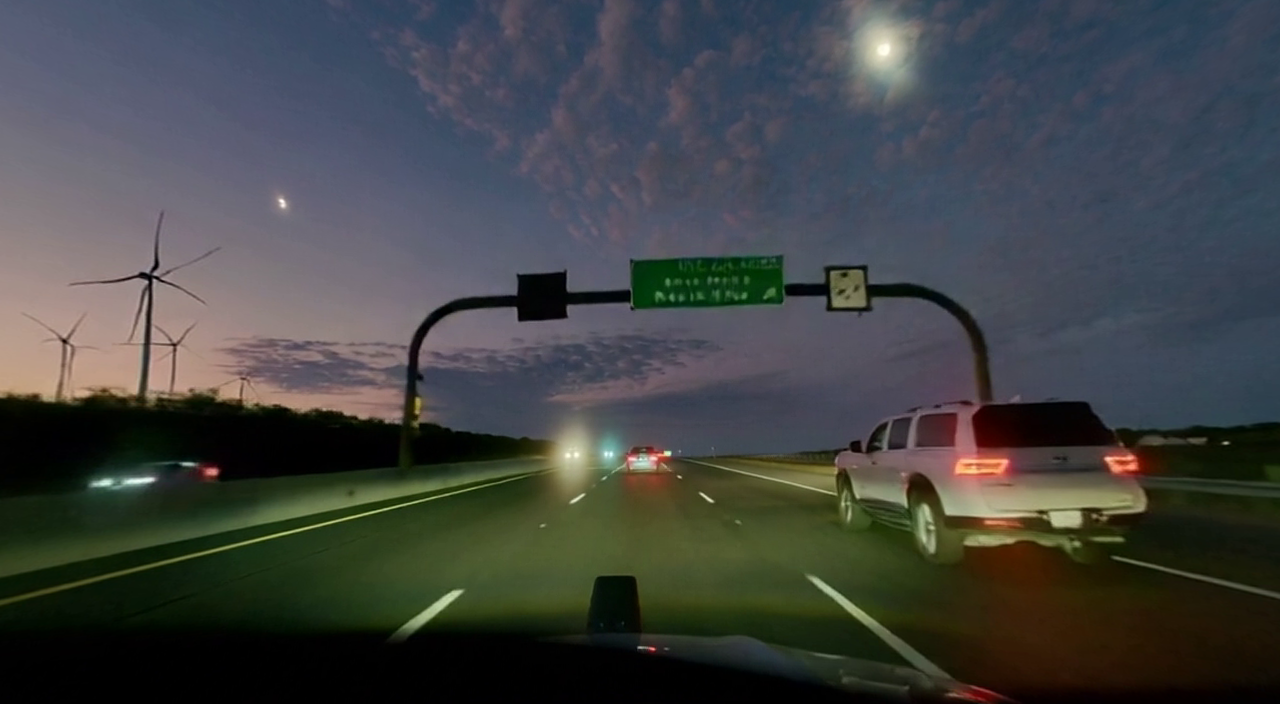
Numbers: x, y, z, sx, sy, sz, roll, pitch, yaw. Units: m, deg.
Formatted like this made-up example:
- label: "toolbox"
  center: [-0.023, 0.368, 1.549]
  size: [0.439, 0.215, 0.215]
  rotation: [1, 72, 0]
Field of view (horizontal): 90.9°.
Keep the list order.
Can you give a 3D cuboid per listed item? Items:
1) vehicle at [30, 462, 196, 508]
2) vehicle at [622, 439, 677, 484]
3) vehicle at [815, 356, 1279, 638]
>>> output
- label: "vehicle"
  center: [-19.563, 4.940, 23.789]
  size: [1.925, 1.431, 4.998]
  rotation: [0, -9, 1]
- label: "vehicle"
  center: [0.337, 4.461, 25.861]
  size: [2.083, 1.653, 3.787]
  rotation: [0, -9, 0]
- label: "vehicle"
  center: [3.666, 1.334, 6.729]
  size: [2.104, 1.861, 4.956]
  rotation: [0, -9, -1]
